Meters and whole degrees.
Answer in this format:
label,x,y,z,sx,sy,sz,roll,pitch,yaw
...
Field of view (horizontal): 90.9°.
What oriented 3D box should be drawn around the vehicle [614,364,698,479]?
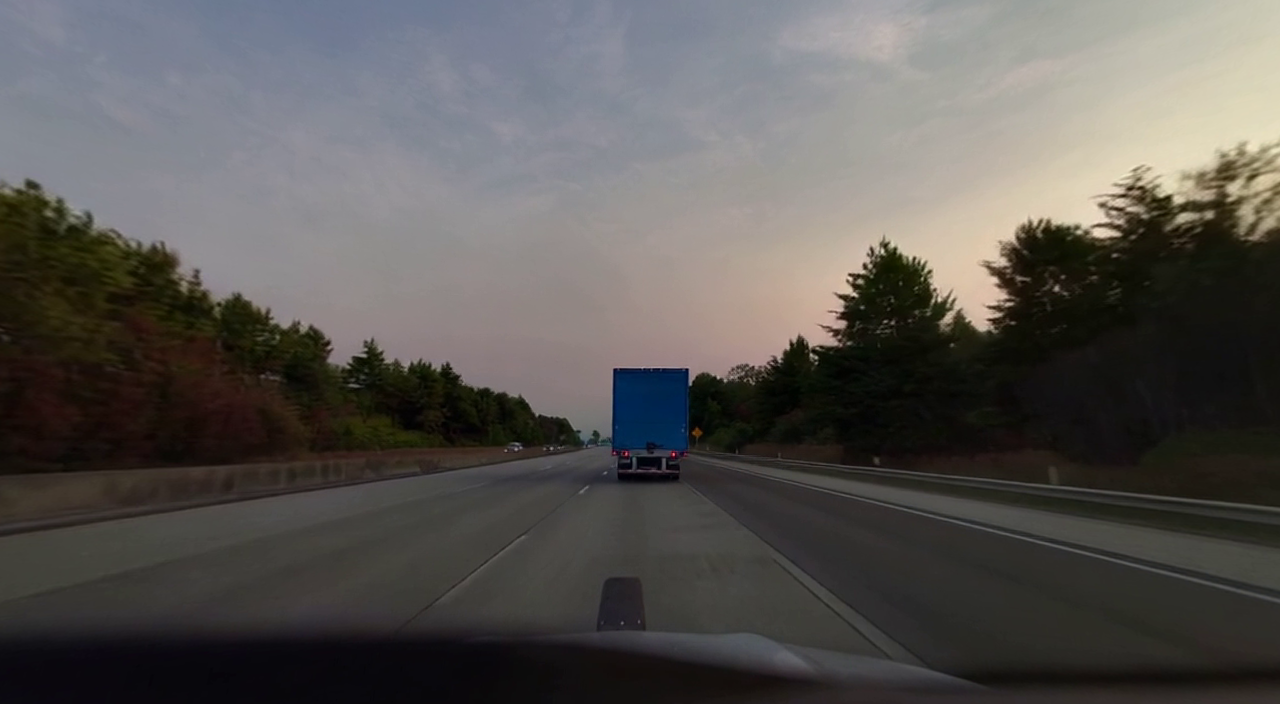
label,x,y,z,sx,sy,sz,roll,pitch,yaw
vehicle,0.492,3.169,27.003,2.898,3.973,10.063,0,-9,-1
